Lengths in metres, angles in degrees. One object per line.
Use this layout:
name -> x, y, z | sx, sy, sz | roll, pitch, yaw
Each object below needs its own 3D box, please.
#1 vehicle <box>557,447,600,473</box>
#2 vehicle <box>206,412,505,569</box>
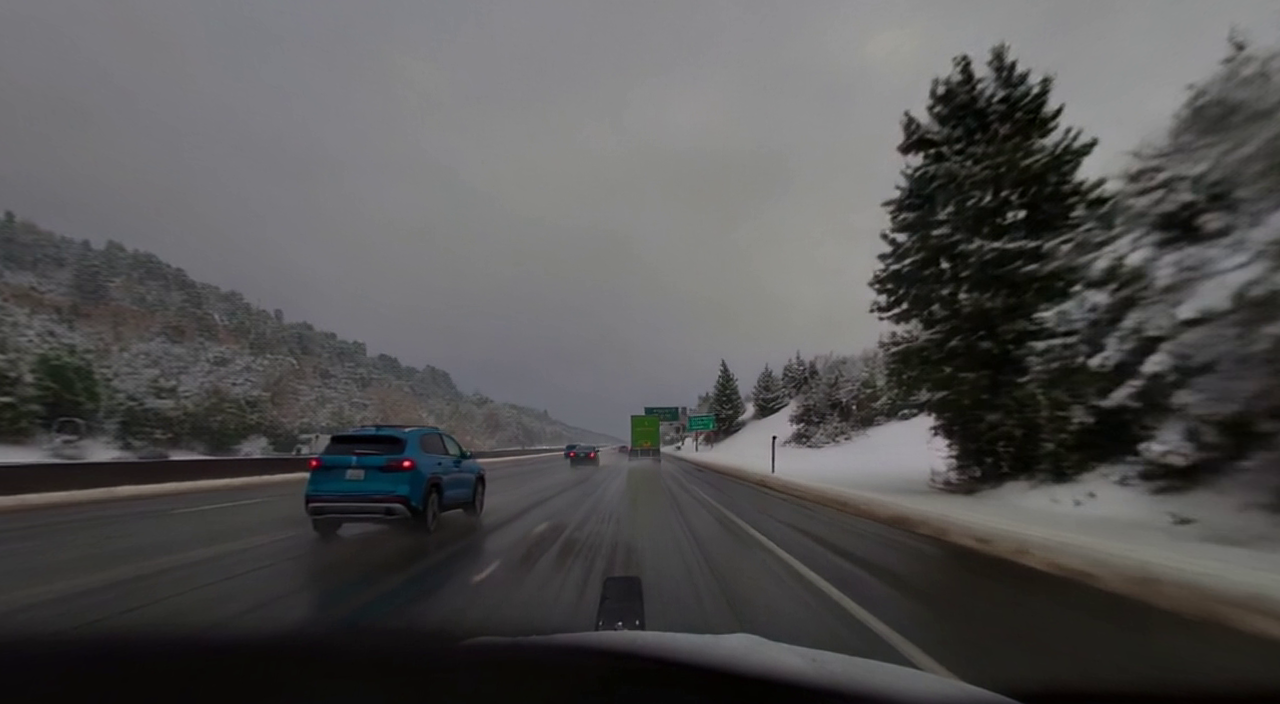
vehicle -> -3.744, 6.629, 39.026 | 2.101, 1.476, 4.471 | 0, -9, 1
vehicle -> -3.702, 1.907, 9.458 | 2.194, 1.725, 4.698 | 0, -9, 1
